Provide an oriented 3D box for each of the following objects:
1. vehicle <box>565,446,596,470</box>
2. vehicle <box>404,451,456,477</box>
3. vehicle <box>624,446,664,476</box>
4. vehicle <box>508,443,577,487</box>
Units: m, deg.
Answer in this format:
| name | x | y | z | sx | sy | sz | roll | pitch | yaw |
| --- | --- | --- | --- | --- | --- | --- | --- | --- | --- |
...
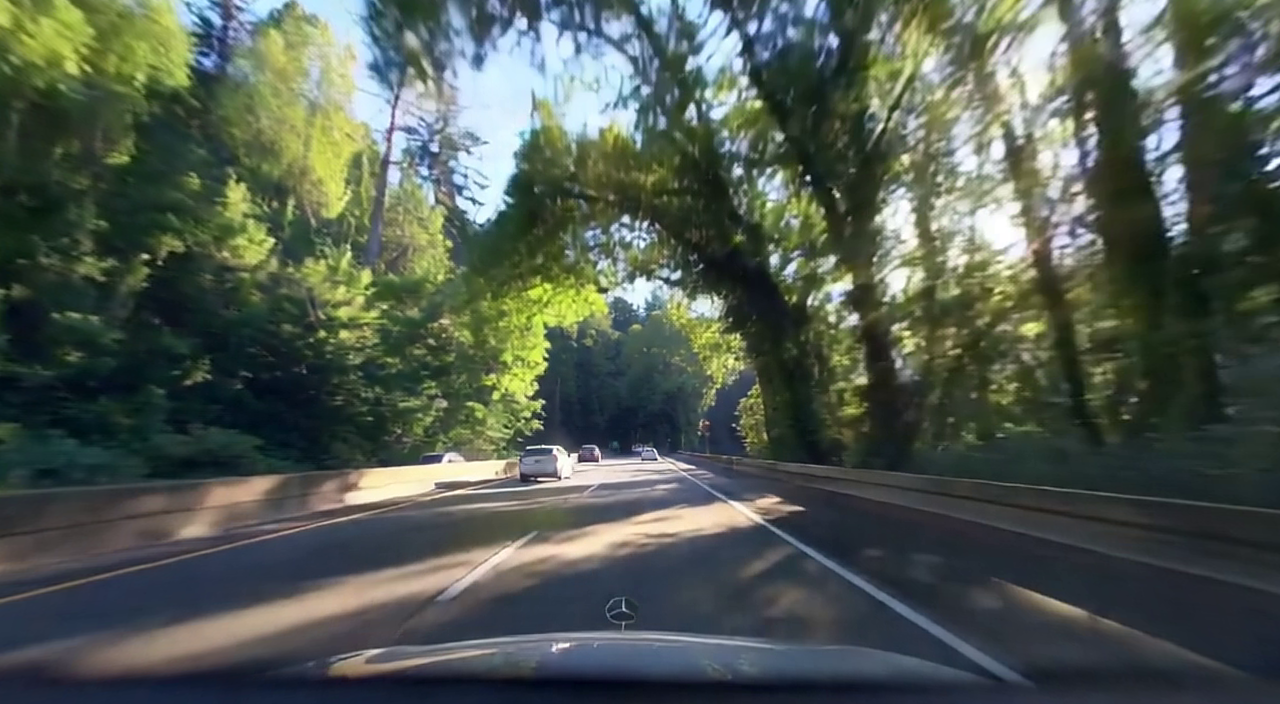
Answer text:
| name | x | y | z | sx | sy | sz | roll | pitch | yaw |
| --- | --- | --- | --- | --- | --- | --- | --- | --- | --- |
| vehicle | -4.189 | 7.499 | 44.859 | 1.834 | 1.615 | 3.624 | 0 | -9 | 1 |
| vehicle | -12.249 | 6.542 | 36.963 | 1.733 | 1.407 | 3.713 | 0 | -9 | 0 |
| vehicle | 0.205 | 5.778 | 33.608 | 2.001 | 1.490 | 3.914 | 0 | -9 | 0 |
| vehicle | -3.616 | 4.266 | 24.018 | 1.978 | 1.538 | 3.755 | 0 | -9 | 1 |
